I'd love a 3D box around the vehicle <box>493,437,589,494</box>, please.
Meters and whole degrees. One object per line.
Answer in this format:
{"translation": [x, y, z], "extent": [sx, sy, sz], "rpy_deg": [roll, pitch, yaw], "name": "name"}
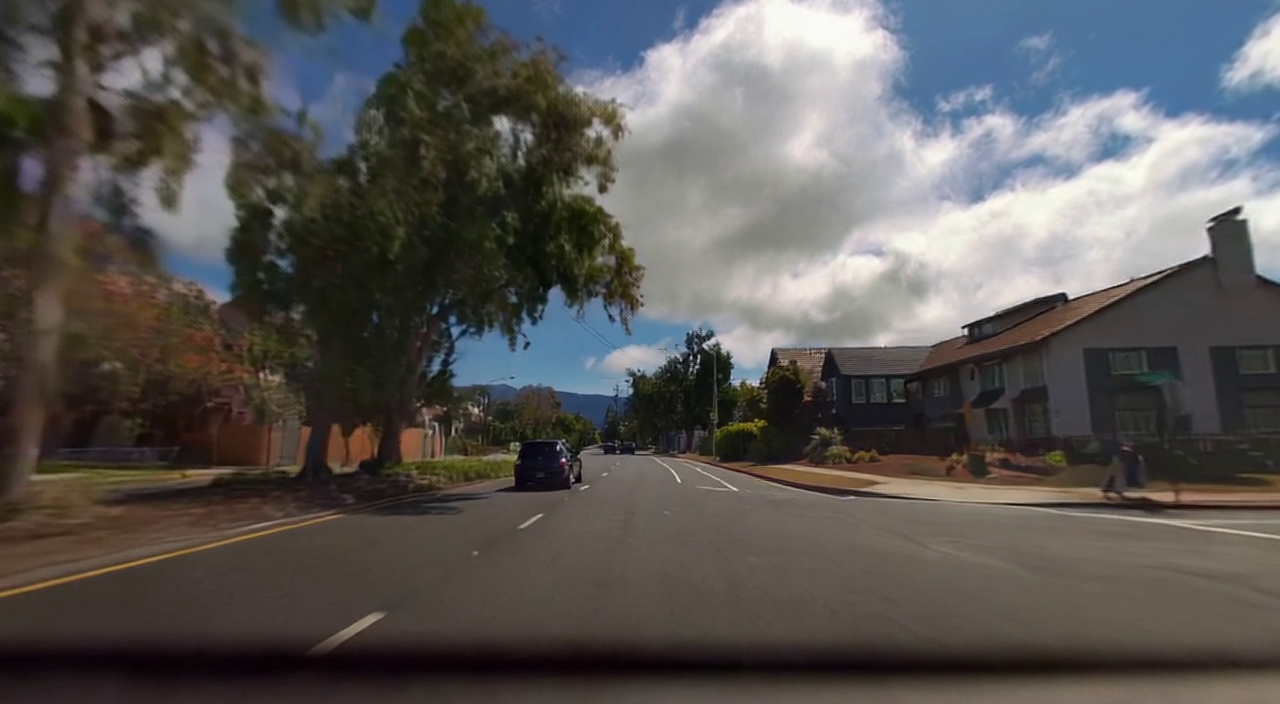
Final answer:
{"translation": [-2.858, 3.410, 19.402], "extent": [2.075, 1.498, 4.730], "rpy_deg": [0, -8, 2], "name": "vehicle"}
